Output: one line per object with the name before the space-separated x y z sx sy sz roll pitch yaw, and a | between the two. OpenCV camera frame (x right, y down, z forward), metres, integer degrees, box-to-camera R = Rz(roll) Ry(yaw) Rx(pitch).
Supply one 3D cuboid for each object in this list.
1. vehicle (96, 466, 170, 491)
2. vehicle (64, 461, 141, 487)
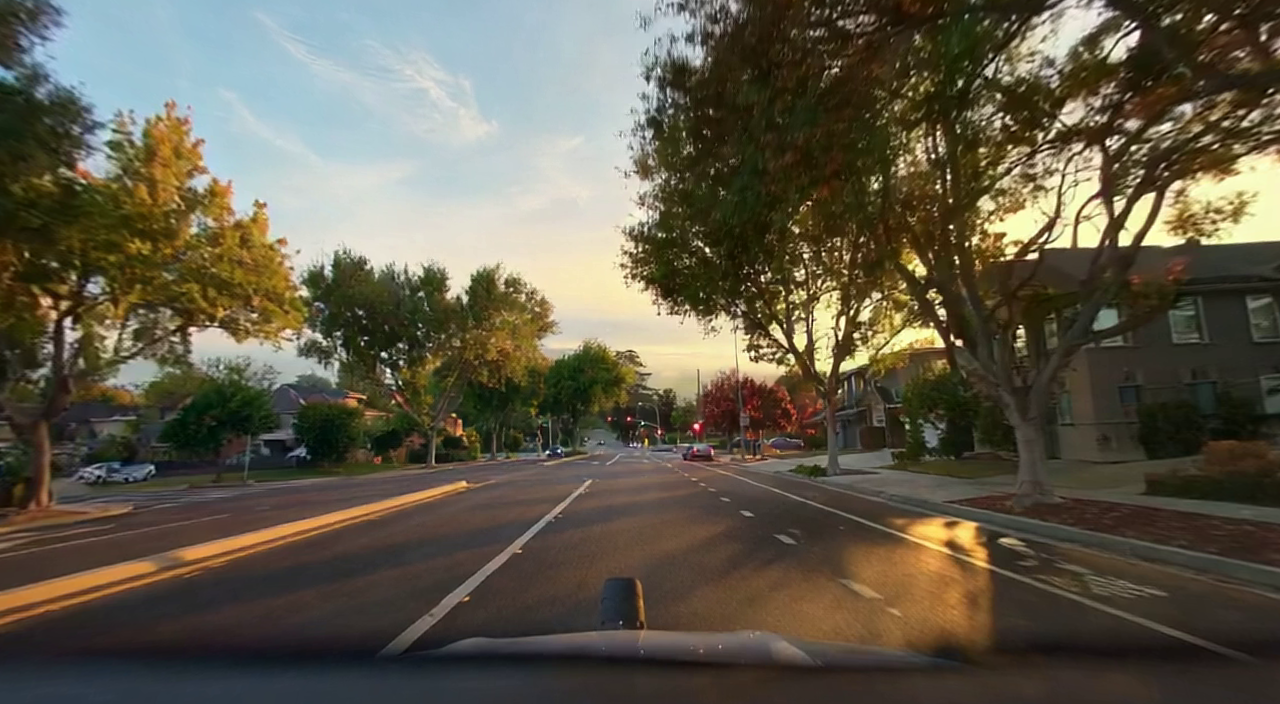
vehicle | -33.130 8.242 41.392 1.713 1.466 3.614 -1 -9 2
vehicle | -35.685 8.108 42.064 1.779 1.526 3.705 0 -8 1
